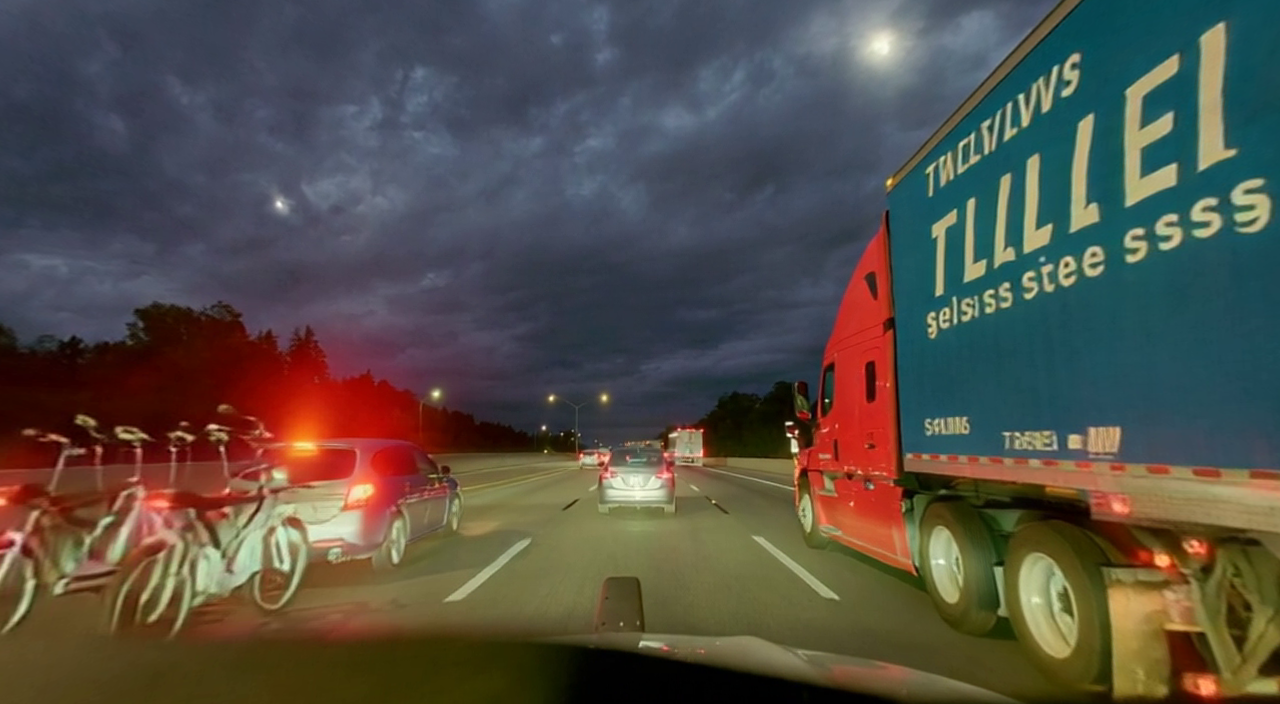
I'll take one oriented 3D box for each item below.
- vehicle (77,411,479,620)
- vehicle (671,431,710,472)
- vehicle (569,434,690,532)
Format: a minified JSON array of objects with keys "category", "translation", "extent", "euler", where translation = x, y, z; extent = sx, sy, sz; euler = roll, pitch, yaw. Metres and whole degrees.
[{"category":"vehicle","translation":[-3.514,1.681,7.453],"extent":[1.985,1.671,4.604],"euler":[0,-9,0]},{"category":"vehicle","translation":[3.425,6.892,43.770],"extent":[2.234,2.679,5.372],"euler":[0,-9,-1]},{"category":"vehicle","translation":[-0.186,2.421,12.095],"extent":[1.973,1.574,3.426],"euler":[0,-9,-1]}]
